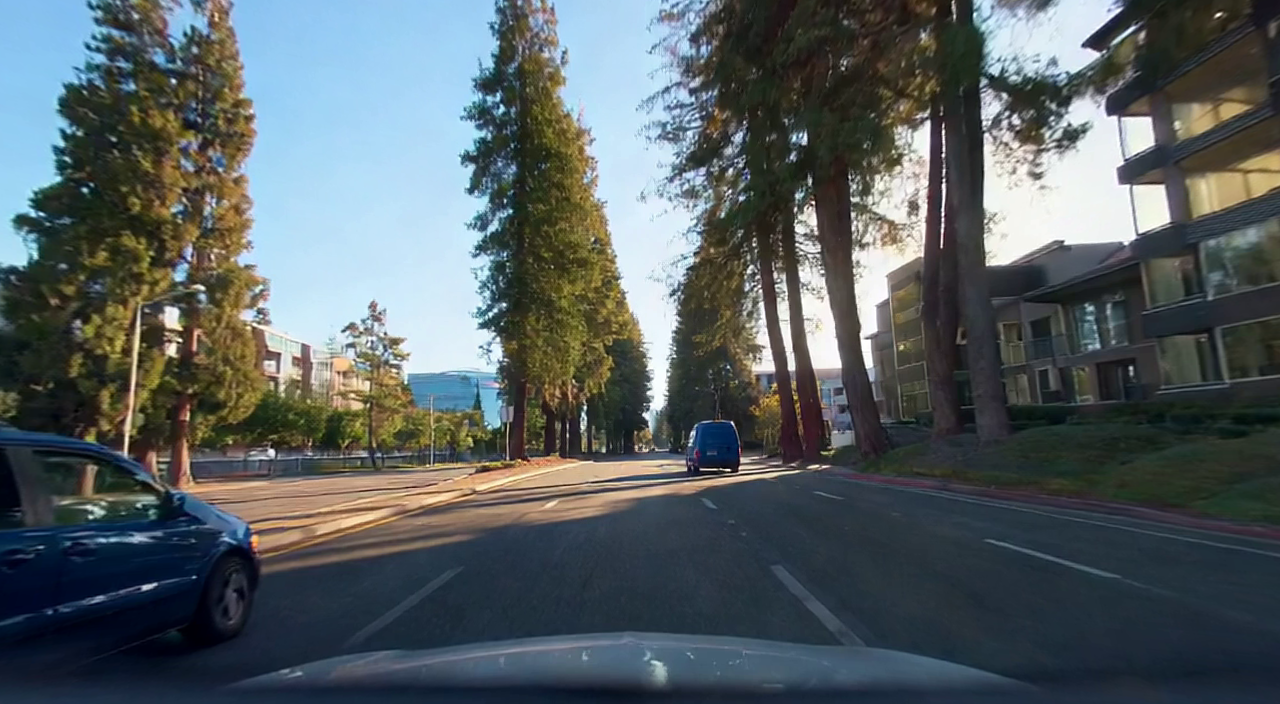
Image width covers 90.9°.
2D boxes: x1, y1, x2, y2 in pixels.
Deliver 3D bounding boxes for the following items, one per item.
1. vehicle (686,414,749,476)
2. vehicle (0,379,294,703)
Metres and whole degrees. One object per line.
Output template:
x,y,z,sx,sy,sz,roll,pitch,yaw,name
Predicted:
3.582,4.475,30.487,2.349,2.671,5.744,0,-8,0,vehicle
-3.651,0.886,2.299,2.129,1.602,4.532,0,-8,1,vehicle
